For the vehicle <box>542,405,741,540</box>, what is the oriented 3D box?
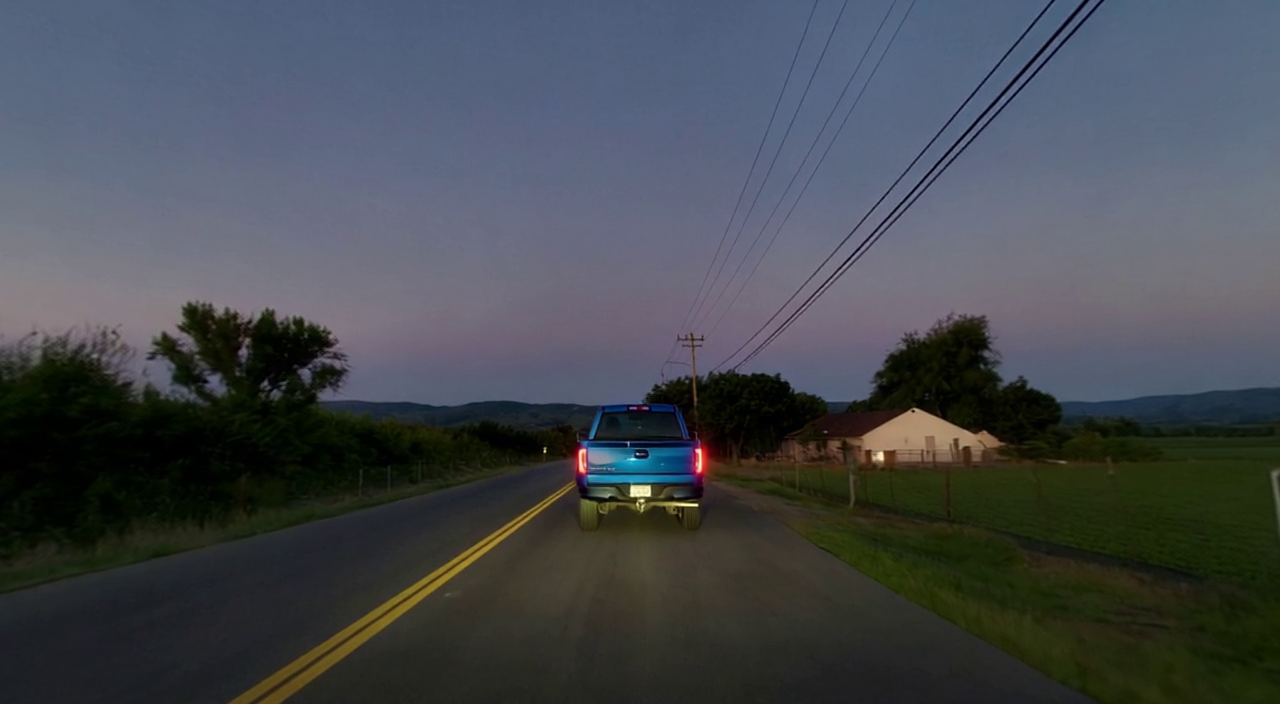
[{"bbox_3d":[-0.048,2.108,11.819,2.774,1.861,5.885,0,-8,-1],"label":"vehicle"}]
